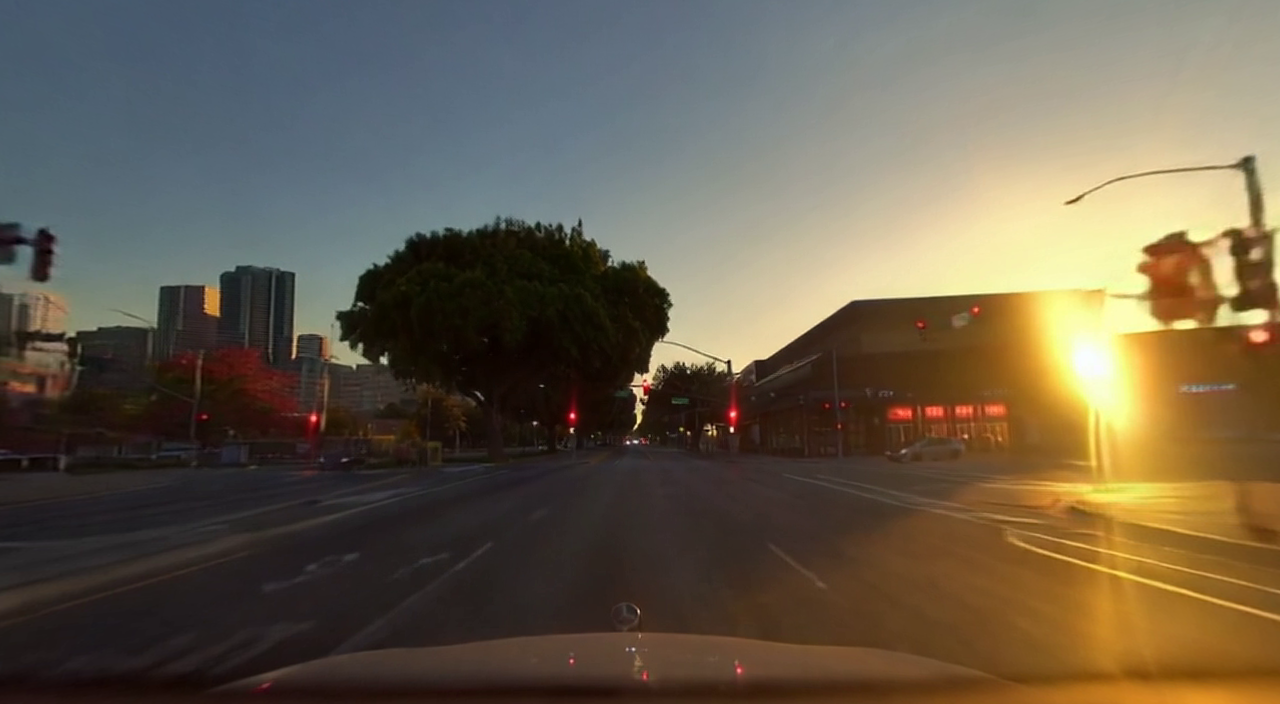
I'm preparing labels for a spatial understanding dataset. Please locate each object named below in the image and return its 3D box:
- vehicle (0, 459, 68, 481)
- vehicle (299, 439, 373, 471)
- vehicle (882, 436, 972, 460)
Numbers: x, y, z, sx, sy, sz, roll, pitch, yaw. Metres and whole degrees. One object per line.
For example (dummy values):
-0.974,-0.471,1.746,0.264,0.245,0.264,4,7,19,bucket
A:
-42.787,8.166,43.563,4.447,1.431,1.844,0,-8,-1,vehicle
-19.097,6.479,39.862,2.010,1.833,5.365,-1,-8,0,vehicle
17.687,5.928,38.935,4.583,1.426,1.892,0,-8,-2,vehicle
